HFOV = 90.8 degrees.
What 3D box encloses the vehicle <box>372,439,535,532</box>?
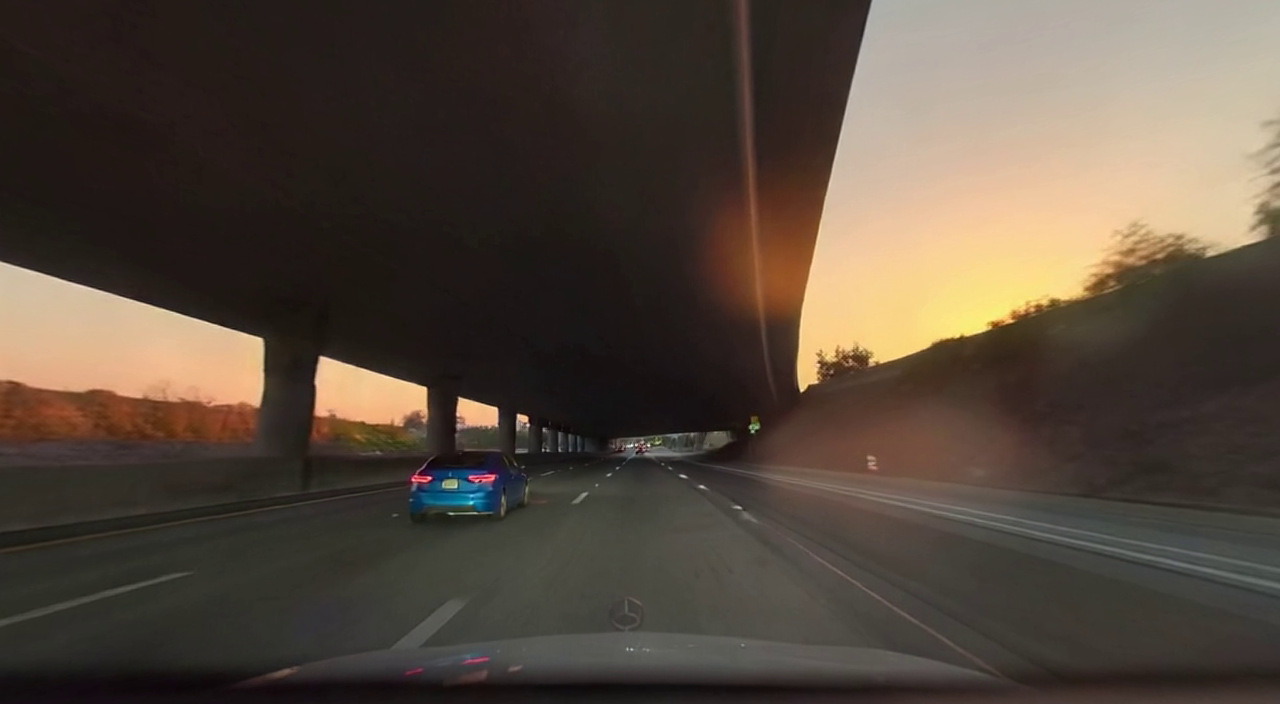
[{"bbox_3d":[-3.317,2.434,12.074,1.935,1.479,3.787,0,-9,0],"label":"vehicle"}]
